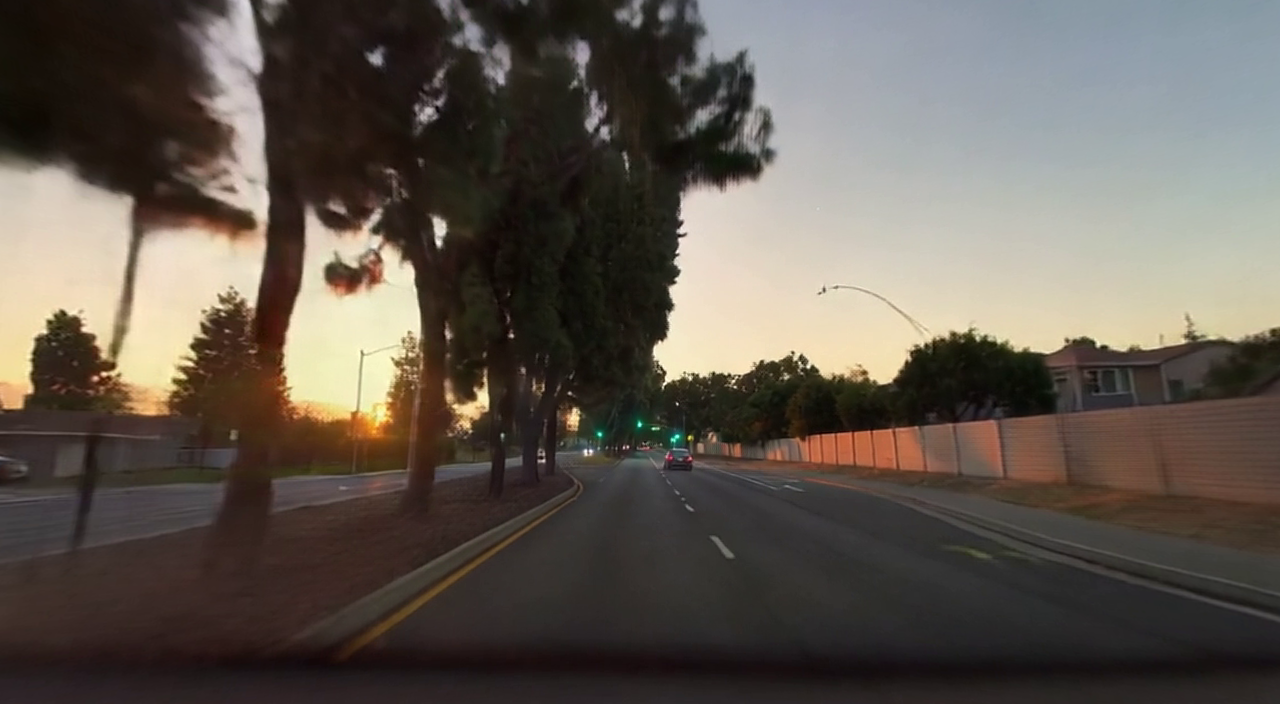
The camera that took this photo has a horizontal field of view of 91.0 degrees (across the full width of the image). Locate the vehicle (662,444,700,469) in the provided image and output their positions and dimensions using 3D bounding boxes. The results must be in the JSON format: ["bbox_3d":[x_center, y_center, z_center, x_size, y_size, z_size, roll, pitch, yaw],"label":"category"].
[{"bbox_3d":[2.522,6.606,39.846,2.105,1.490,4.008,0,-9,-1],"label":"vehicle"}]
